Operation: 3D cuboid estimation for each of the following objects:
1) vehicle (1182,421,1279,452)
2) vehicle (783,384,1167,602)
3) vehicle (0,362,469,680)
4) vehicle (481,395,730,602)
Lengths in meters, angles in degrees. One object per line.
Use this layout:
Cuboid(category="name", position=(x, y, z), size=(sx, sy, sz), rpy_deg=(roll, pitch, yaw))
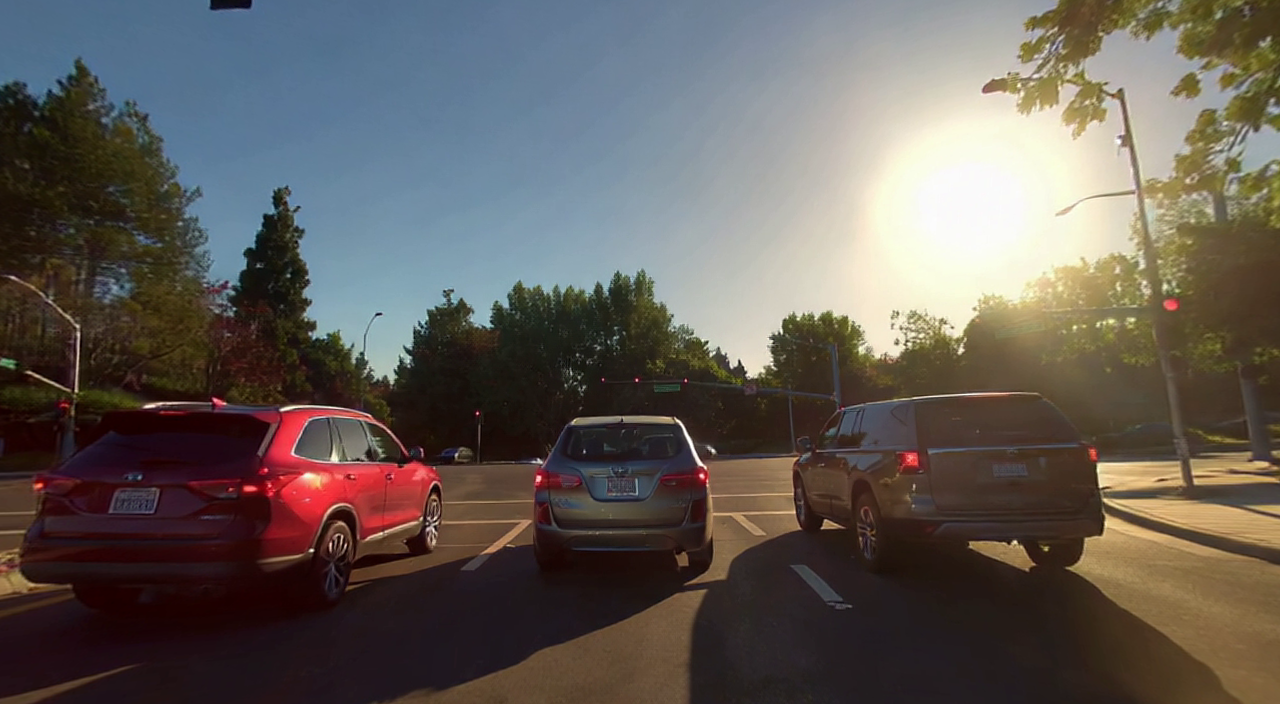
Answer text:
Cuboid(category="vehicle", position=(32.866, 4.674, 34.807), size=(4.175, 1.634, 1.877), rpy_deg=(1, -8, -5))
Cuboid(category="vehicle", position=(3.272, 1.487, 7.514), size=(2.083, 1.779, 4.532), rpy_deg=(0, -8, 0))
Cuboid(category="vehicle", position=(-3.272, 1.284, 5.886), size=(2.047, 1.810, 4.414), rpy_deg=(0, -8, 1))
Cuboid(category="vehicle", position=(-0.233, 1.514, 7.322), size=(2.067, 1.702, 3.987), rpy_deg=(0, -8, 2))
